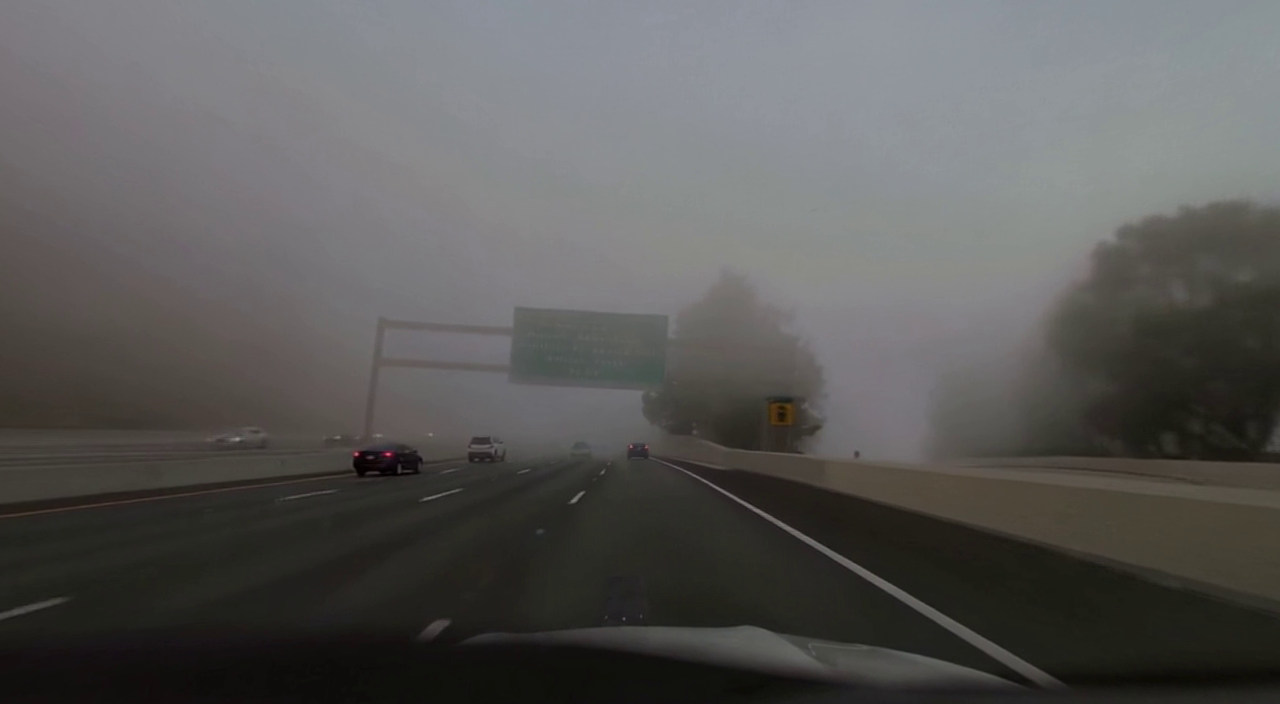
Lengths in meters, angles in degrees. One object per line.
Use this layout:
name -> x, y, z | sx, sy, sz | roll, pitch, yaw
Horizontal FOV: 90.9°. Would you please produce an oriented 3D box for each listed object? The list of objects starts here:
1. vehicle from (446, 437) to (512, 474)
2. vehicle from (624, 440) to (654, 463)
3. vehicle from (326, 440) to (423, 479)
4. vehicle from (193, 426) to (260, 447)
vehicle -> -7.529, 4.861, 29.899 | 2.086, 1.628, 4.039 | 0, -8, -1
vehicle -> -0.128, 6.503, 41.382 | 1.881, 1.460, 3.694 | 0, -8, -1
vehicle -> -11.115, 4.509, 26.840 | 1.935, 1.474, 5.033 | 0, -8, 0
vehicle -> -30.863, 6.346, 47.266 | 1.861, 1.520, 4.575 | 0, -8, 1
